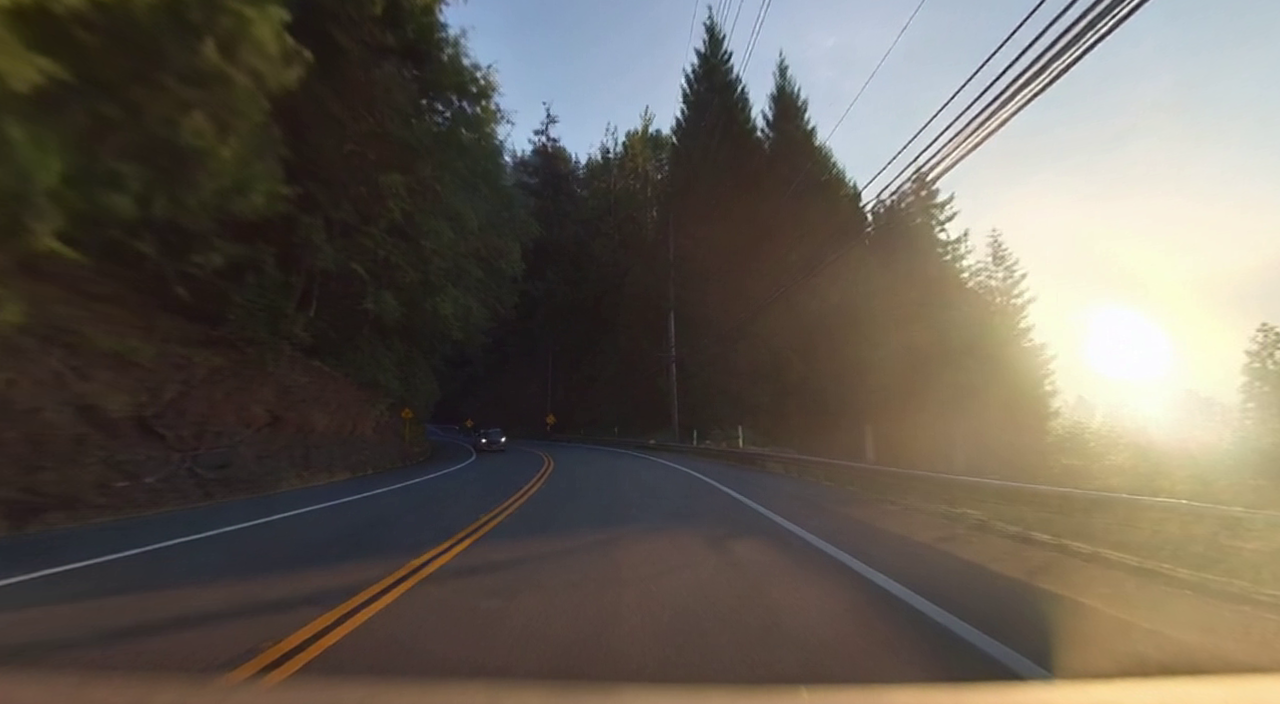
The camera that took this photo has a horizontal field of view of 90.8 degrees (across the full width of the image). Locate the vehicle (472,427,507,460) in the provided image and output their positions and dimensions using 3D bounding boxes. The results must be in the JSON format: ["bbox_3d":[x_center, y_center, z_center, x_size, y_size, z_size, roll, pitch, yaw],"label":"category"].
[{"bbox_3d":[-10.152,6.208,42.837,2.151,2.036,4.267,1,-9,-12],"label":"vehicle"}]
